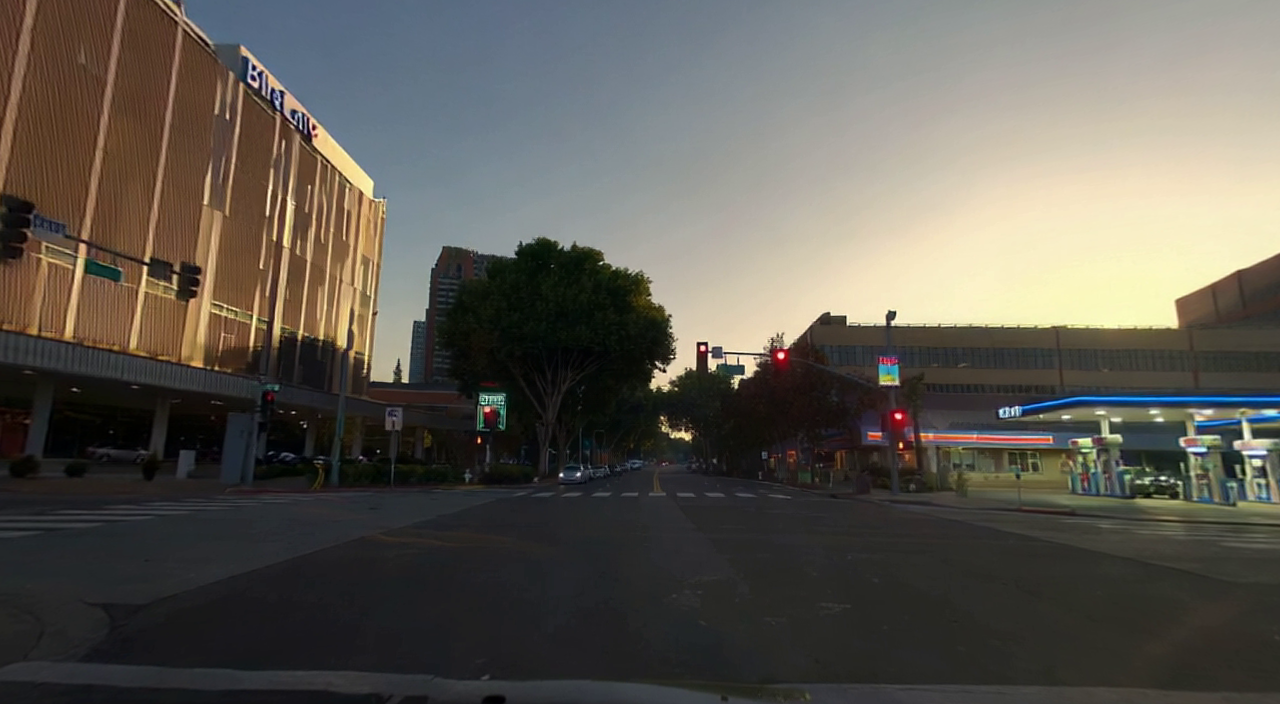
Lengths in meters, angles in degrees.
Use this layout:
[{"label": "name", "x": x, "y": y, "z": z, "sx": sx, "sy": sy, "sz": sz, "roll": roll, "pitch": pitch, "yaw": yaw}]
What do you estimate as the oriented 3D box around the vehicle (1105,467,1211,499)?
[{"label": "vehicle", "x": 28.026, "y": 7.066, "z": 34.310, "sx": 1.897, "sy": 1.466, "sz": 4.211, "roll": 1, "pitch": -8, "yaw": -6}]
